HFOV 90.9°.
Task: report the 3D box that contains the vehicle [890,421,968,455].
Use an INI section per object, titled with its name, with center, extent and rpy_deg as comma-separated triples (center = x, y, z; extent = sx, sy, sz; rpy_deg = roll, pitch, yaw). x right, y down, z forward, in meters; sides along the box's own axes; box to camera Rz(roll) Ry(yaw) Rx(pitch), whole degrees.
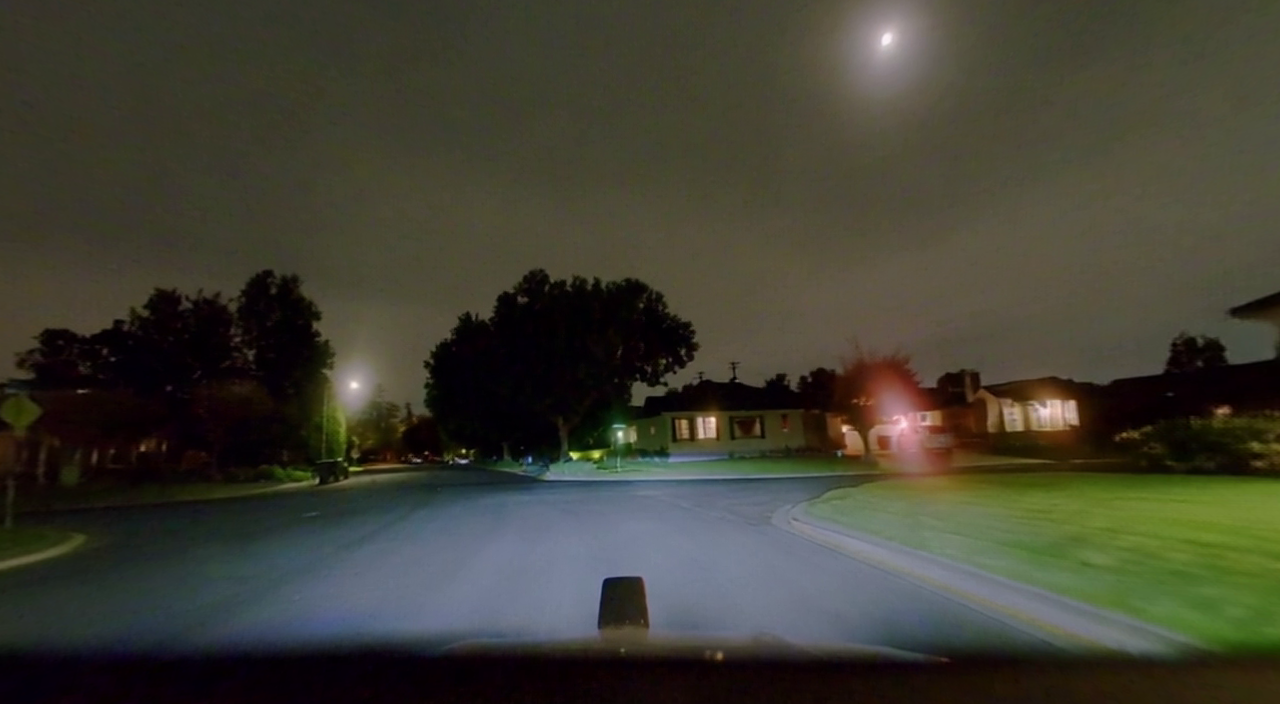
[vehicle]
center = 16.692, 5.049, 36.756
extent = 1.992, 1.813, 5.079
rpy_deg = 0, -8, -2
